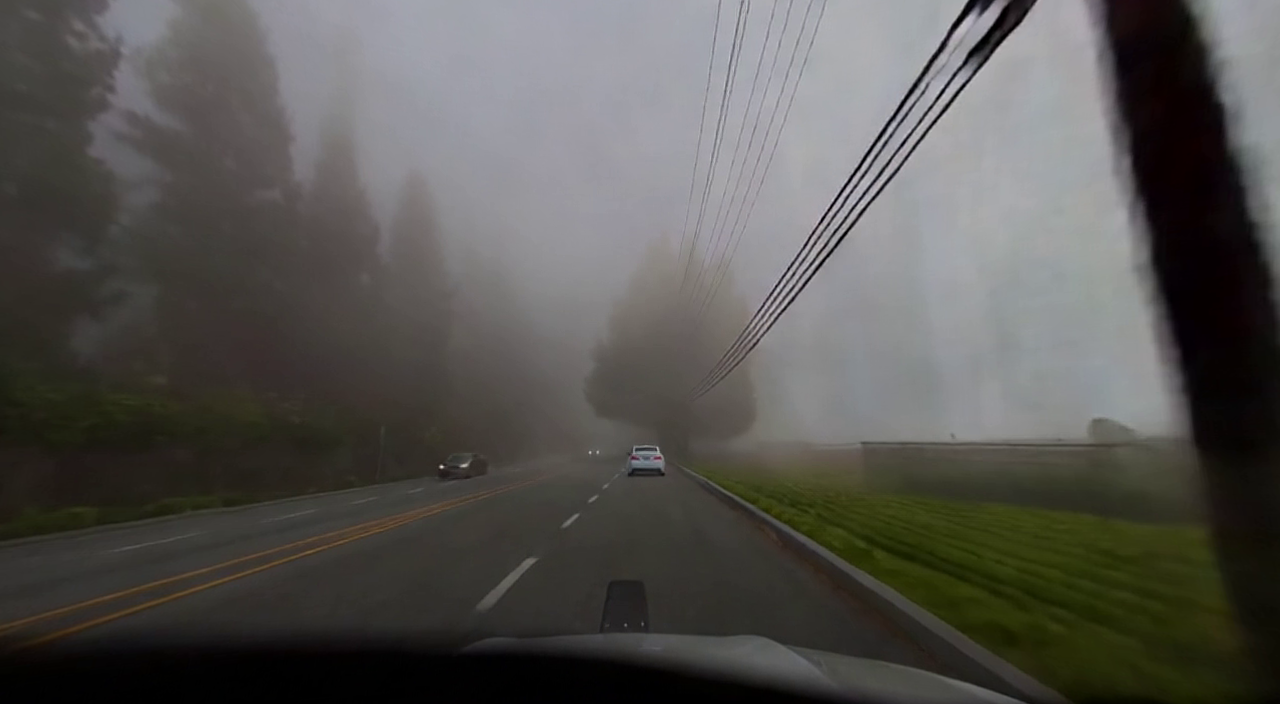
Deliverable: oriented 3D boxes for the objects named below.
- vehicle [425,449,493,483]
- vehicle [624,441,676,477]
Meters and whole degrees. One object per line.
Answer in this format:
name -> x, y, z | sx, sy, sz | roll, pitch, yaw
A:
vehicle -> -8.894, 5.633, 31.361 | 2.061, 1.516, 4.121 | -1, -9, 1
vehicle -> 0.460, 4.835, 28.719 | 2.153, 1.461, 4.374 | -1, -9, 1
